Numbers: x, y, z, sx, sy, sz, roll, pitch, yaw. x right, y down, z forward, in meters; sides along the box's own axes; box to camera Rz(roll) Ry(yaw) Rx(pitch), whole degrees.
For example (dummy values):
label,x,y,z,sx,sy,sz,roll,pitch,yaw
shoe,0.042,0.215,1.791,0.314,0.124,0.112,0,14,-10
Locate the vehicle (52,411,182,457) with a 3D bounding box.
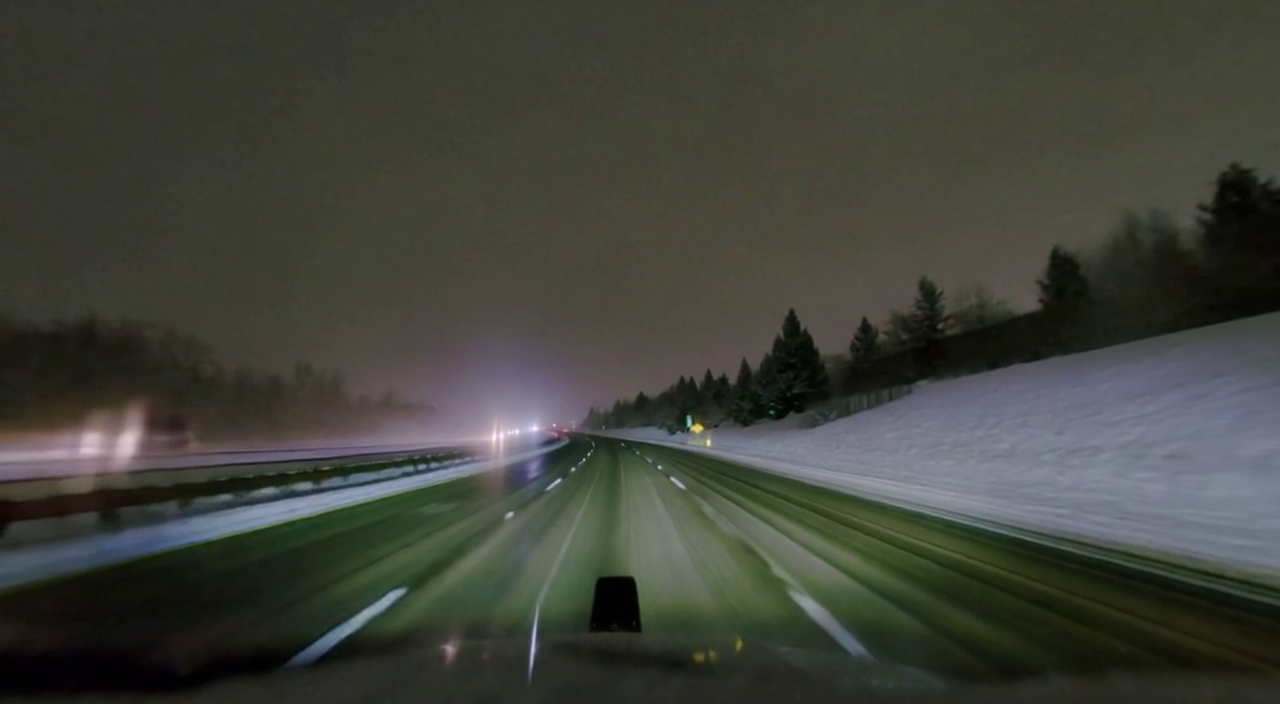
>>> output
label,x,y,z,sx,sy,sz,roll,pitch,yaw
vehicle,-25.850,4.110,31.474,2.111,2.065,5.236,0,-8,-3
